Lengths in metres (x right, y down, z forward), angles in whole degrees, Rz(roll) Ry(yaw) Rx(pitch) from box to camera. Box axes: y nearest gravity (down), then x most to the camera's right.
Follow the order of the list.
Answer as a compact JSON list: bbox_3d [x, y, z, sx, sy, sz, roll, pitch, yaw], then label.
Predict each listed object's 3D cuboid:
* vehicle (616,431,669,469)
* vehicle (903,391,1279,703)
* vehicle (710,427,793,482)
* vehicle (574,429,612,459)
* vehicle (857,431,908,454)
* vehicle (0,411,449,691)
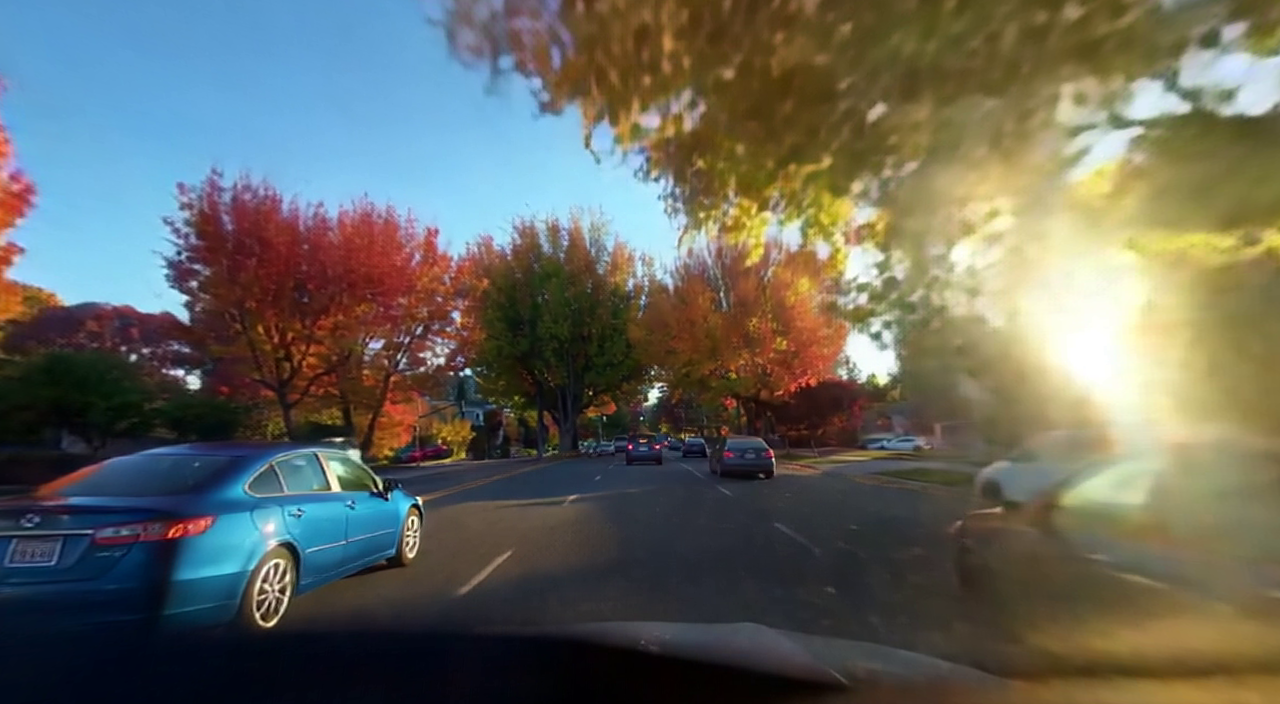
[{"bbox_3d":[0.121,4.567,29.364,2.293,1.662,4.262,0,-8,0],"label":"vehicle"},{"bbox_3d":[3.374,1.038,3.314,2.060,1.474,4.475,0,-8,0],"label":"vehicle"},{"bbox_3d":[3.662,3.468,21.523,2.019,1.675,4.488,0,-8,0],"label":"vehicle"},{"bbox_3d":[-3.368,6.758,46.149,2.246,2.062,5.123,0,-8,1],"label":"vehicle"},{"bbox_3d":[18.378,6.921,47.705,1.767,1.400,4.107,-3,-10,-7],"label":"vehicle"},{"bbox_3d":[-3.497,1.400,5.704,1.997,1.479,4.547,0,-8,1],"label":"vehicle"}]
